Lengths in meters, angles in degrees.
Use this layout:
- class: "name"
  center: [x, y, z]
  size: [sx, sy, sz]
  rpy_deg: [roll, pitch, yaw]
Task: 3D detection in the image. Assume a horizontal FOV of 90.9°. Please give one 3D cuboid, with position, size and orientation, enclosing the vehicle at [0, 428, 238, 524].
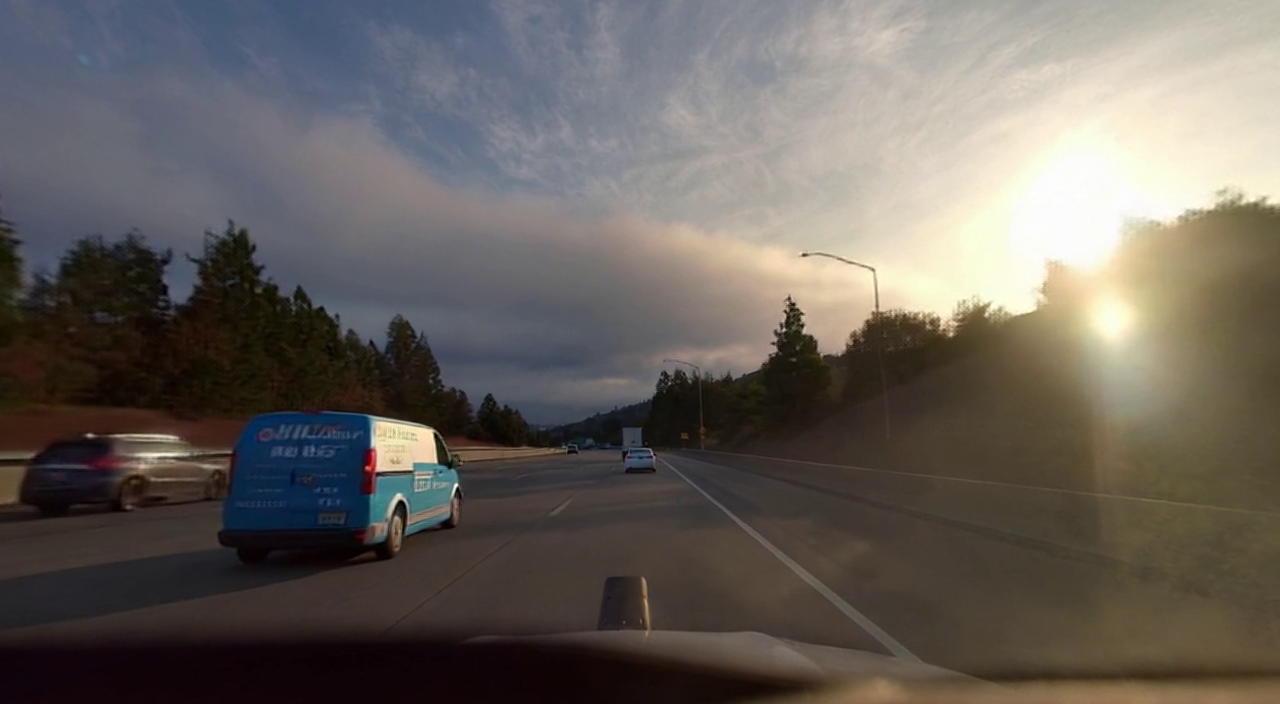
- class: "vehicle"
  center: [-11.697, 2.656, 14.077]
  size: [2.150, 1.746, 4.910]
  rpy_deg: [0, -9, 1]

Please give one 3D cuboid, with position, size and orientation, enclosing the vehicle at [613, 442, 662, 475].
- class: "vehicle"
  center: [-0.093, 5.149, 30.611]
  size: [2.238, 1.479, 3.672]
  rpy_deg: [0, -9, 0]

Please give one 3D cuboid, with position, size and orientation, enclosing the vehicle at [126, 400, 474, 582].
- class: "vehicle"
  center: [-4.157, 1.806, 9.049]
  size: [2.174, 1.862, 5.012]
  rpy_deg: [0, -9, 0]
